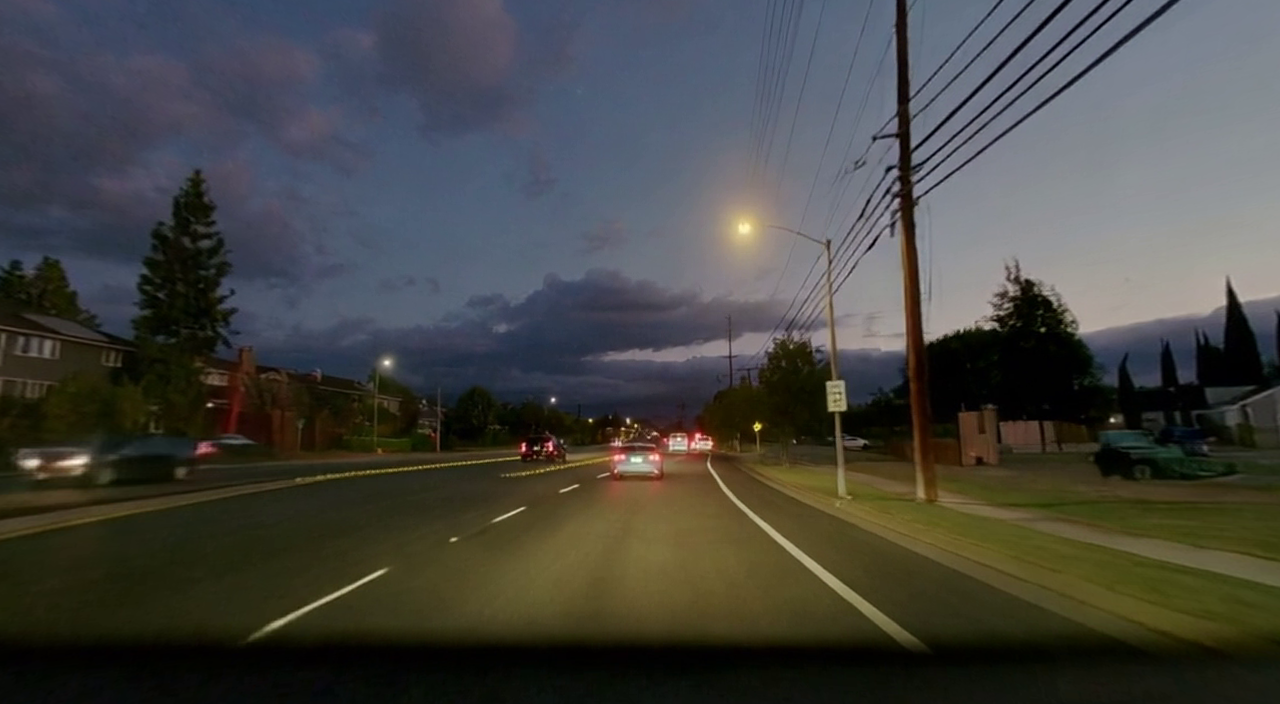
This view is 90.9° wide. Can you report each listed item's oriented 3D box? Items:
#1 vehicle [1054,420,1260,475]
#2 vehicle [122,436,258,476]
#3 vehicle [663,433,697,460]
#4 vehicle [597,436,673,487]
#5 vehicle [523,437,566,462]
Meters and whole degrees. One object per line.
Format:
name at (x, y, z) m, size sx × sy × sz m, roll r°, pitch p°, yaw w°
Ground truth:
vehicle at (16.885, 3.149, 20.879) m, size 4.751 × 1.661 × 2.022 m, roll -2°, pitch -9°, yaw 11°
vehicle at (-18.256, 4.235, 25.914) m, size 1.893 × 1.494 × 4.752 m, roll -1°, pitch -8°, yaw 3°
vehicle at (3.049, 7.107, 47.488) m, size 2.158 × 1.939 × 4.935 m, roll -1°, pitch -9°, yaw 8°
vehicle at (-0.050, 3.526, 20.606) m, size 2.117 × 1.474 × 4.036 m, roll -1°, pitch -9°, yaw 4°
vehicle at (-5.984, 6.176, 39.909) m, size 1.983 × 1.485 × 4.159 m, roll 0°, pitch -8°, yaw 2°
